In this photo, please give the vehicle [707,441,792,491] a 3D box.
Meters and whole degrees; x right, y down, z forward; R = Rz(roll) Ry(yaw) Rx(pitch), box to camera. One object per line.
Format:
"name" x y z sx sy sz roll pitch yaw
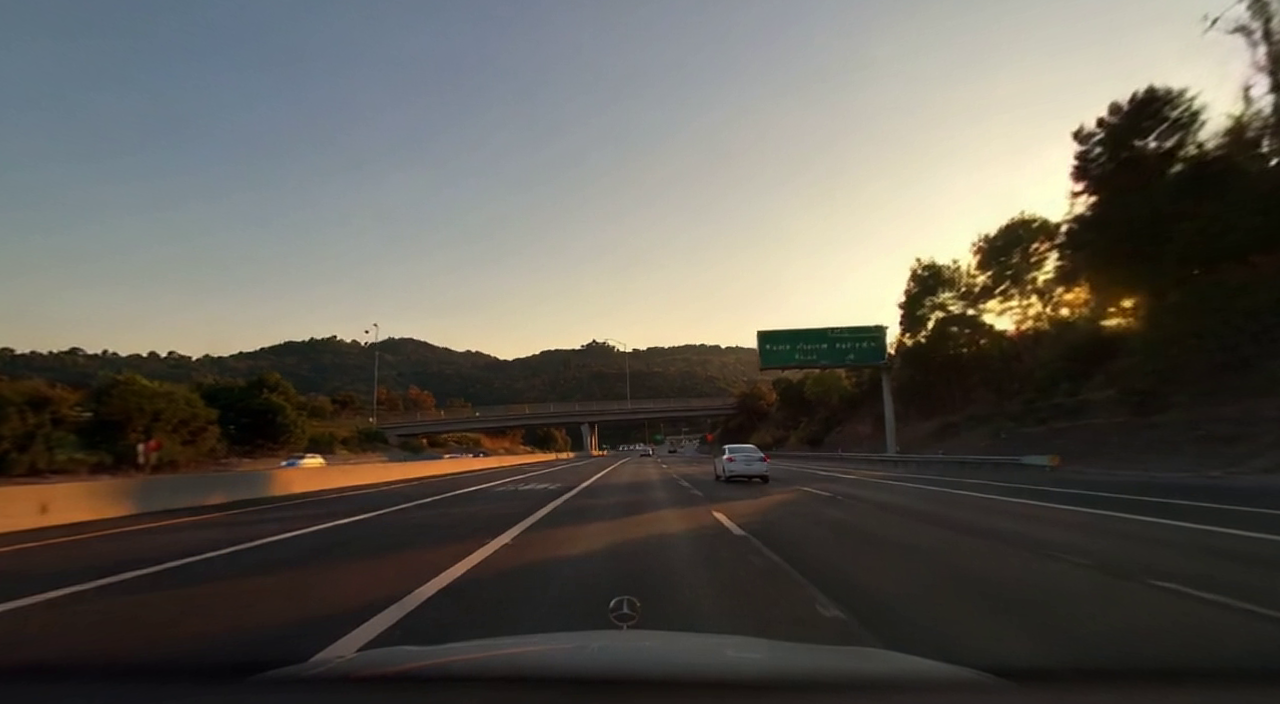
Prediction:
"vehicle" 3.595 3.839 21.595 1.999 1.492 4.673 0 -9 -1
